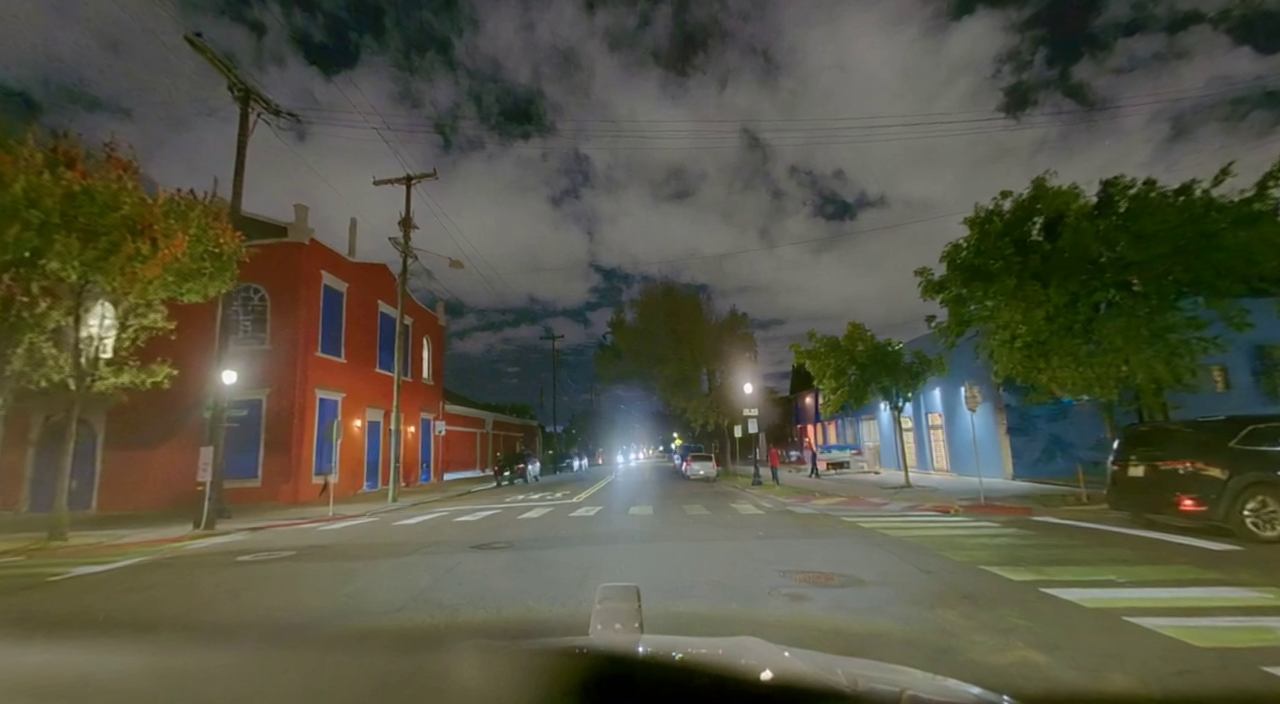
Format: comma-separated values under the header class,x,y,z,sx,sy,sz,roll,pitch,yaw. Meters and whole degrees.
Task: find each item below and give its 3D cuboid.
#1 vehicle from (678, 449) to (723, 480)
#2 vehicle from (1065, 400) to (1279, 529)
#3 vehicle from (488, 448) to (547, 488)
class,x,y,z,sx,sy,sz,roll,pitch,yaw
vehicle,3.051,5.783,32.732,1.966,1.471,4.552,0,-9,0
vehicle,10.097,1.750,10.043,5.100,1.806,2.124,0,-9,0
vehicle,-6.437,6.086,33.590,2.140,1.746,4.385,-4,-8,1
